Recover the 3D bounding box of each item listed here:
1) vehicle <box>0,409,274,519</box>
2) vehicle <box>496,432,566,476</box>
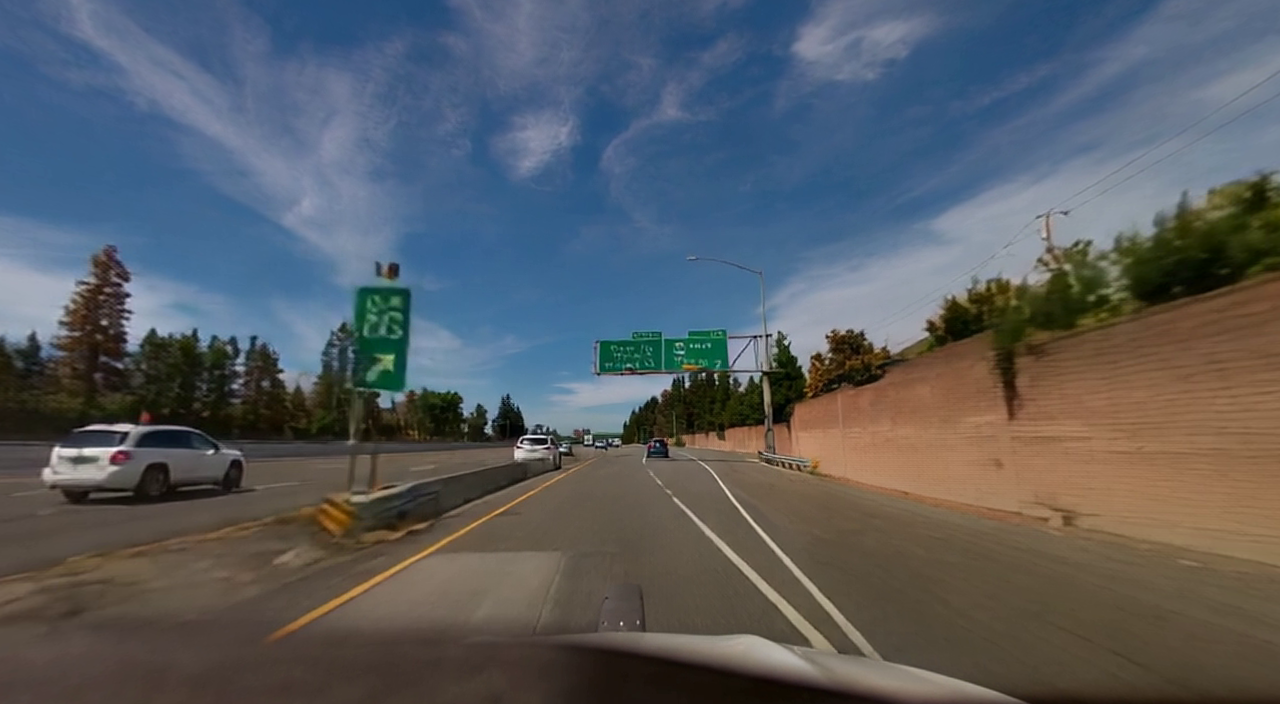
[{"bbox_3d":[-9.294,2.025,11.814,2.025,1.618,4.683,0,-8,0],"label":"vehicle"},{"bbox_3d":[-4.549,4.361,27.107,2.151,1.707,4.759,0,-8,0],"label":"vehicle"}]
